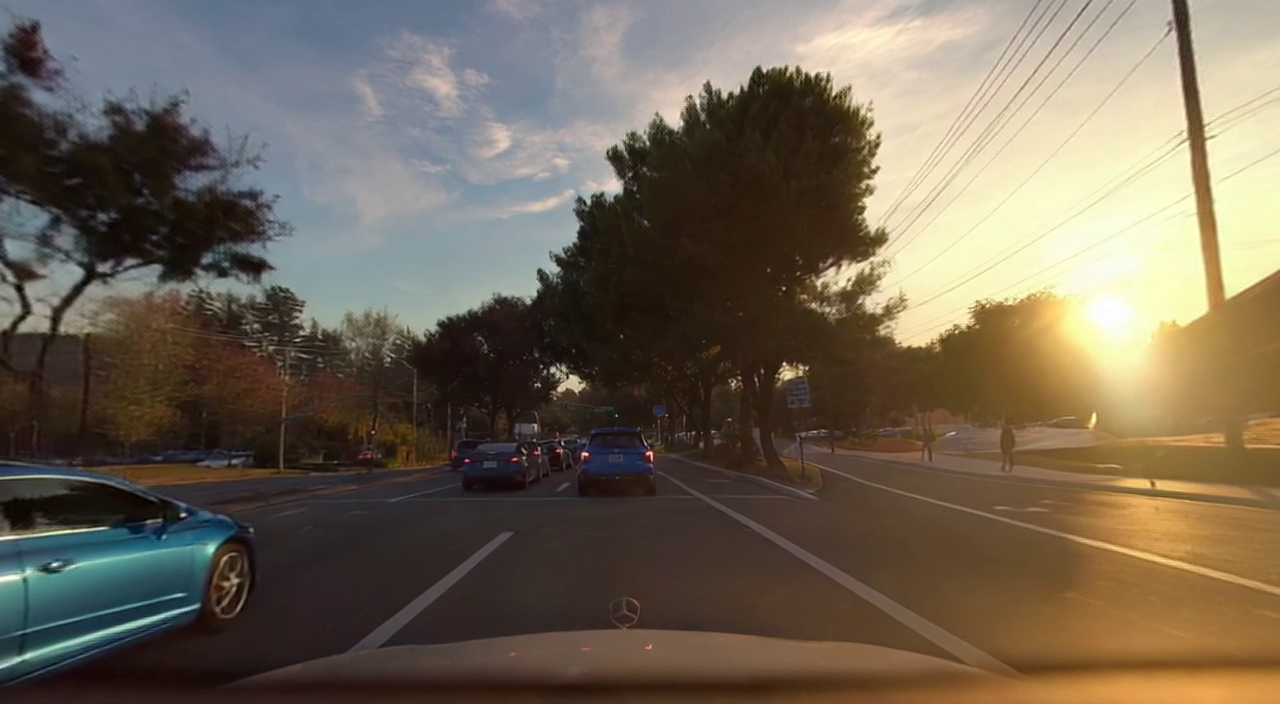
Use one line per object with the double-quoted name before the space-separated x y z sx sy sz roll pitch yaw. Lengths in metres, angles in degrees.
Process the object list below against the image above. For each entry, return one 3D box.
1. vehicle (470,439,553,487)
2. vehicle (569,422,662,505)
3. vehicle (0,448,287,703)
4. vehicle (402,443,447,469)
"vehicle" -4.396 3.866 22.327 2.087 1.485 4.452 0 -8 -1
"vehicle" -0.583 2.708 15.716 2.012 1.769 3.897 0 -9 -2
"vehicle" -3.654 1.066 2.598 1.865 1.314 4.461 0 -8 0
"vehicle" -15.846 7.634 46.765 1.785 1.745 4.405 0 -8 0
